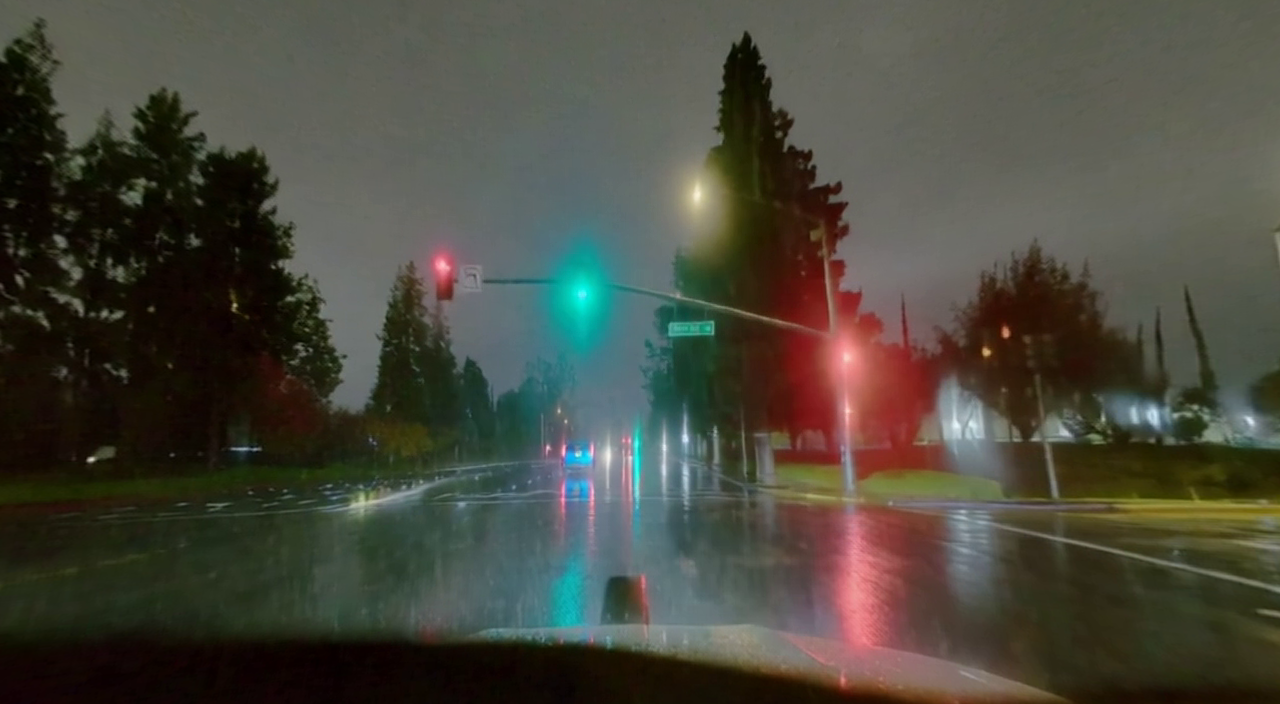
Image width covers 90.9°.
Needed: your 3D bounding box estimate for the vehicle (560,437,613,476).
[{"bbox_3d":[-2.557,5.122,31.242,2.123,1.799,4.425,-1,-8,1],"label":"vehicle"}]
